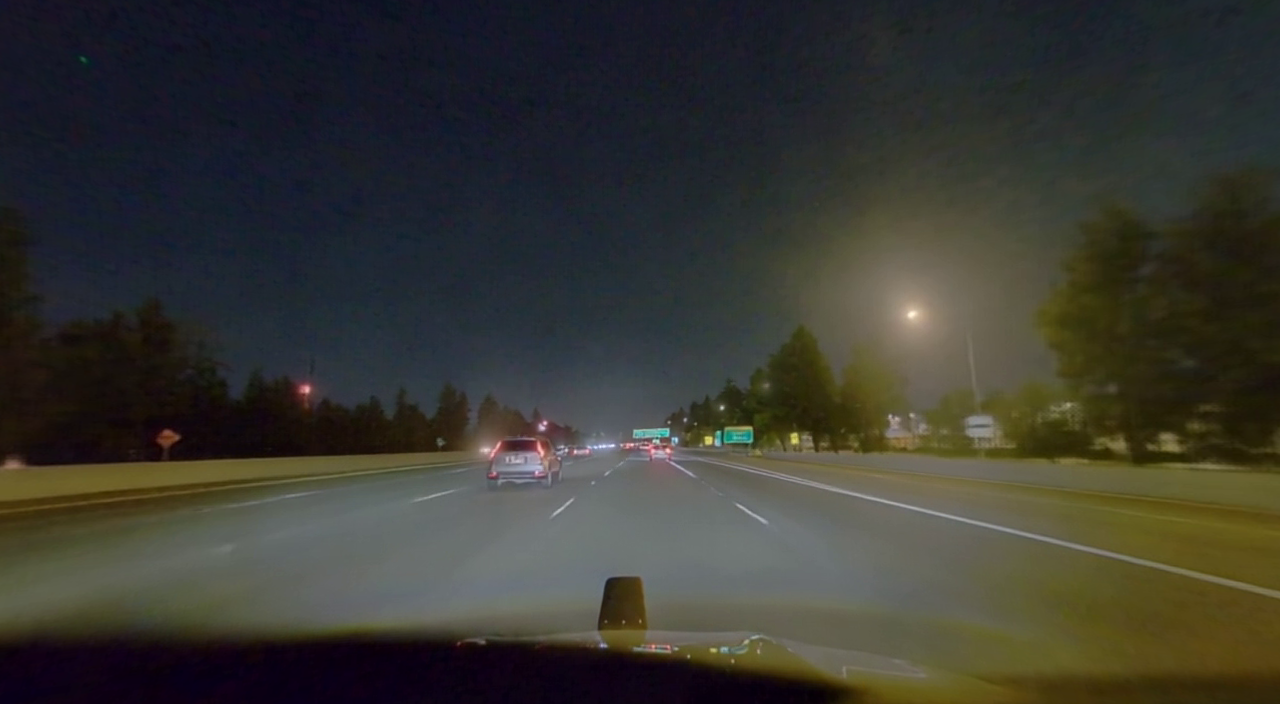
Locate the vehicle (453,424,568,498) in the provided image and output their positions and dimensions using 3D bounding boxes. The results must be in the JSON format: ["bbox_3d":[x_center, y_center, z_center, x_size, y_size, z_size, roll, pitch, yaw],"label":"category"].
[{"bbox_3d":[-3.400,2.974,17.574,2.214,1.759,4.435,-1,-8,1],"label":"vehicle"}]

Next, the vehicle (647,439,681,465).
[{"bbox_3d":[1.509,6.431,40.671,2.023,1.589,4.030,-1,-8,1],"label":"vehicle"}]
